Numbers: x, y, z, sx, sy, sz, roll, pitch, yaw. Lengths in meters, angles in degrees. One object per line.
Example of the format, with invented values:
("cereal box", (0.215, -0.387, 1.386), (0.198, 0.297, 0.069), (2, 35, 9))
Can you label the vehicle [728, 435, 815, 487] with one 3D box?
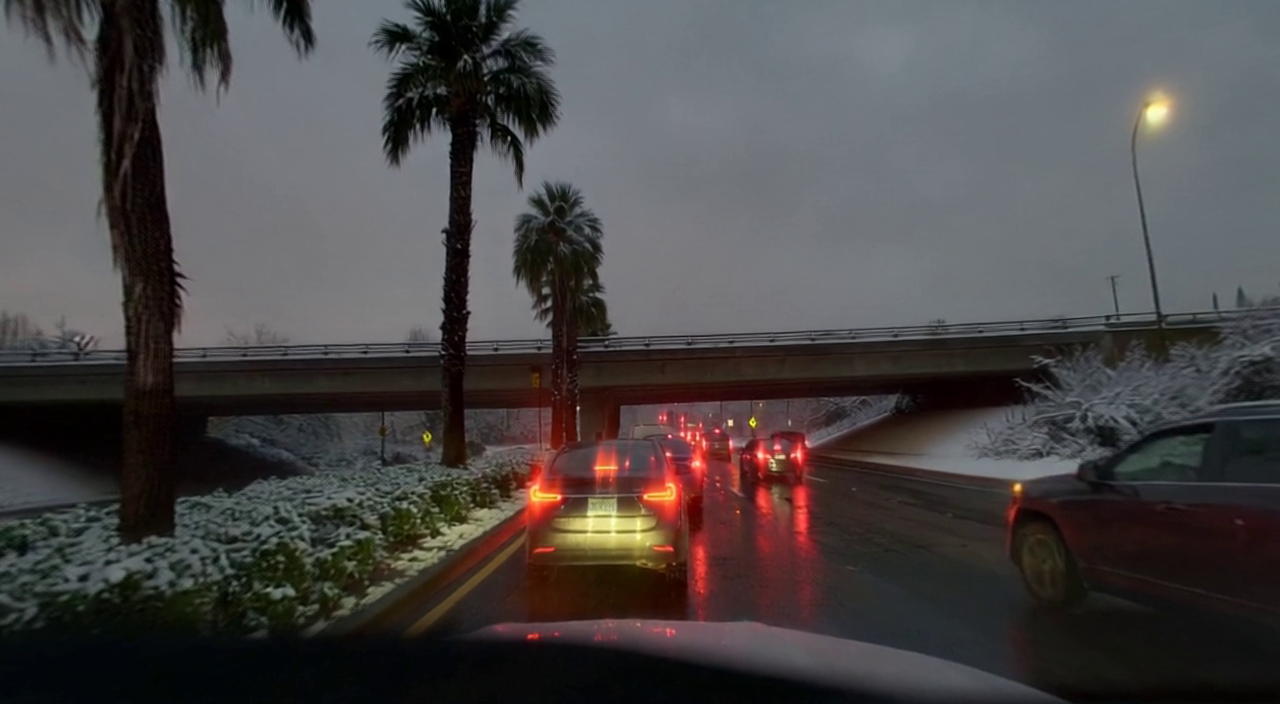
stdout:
("vehicle", (4.197, 3.562, 20.901), (2.034, 1.517, 4.840), (0, -8, 2))

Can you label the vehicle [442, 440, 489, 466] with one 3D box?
("vehicle", (-12.190, 7.087, 44.233), (2.084, 1.704, 4.485), (0, -8, -1))

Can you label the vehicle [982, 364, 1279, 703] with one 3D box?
("vehicle", (4.021, 0.890, 3.026), (2.149, 1.609, 4.807), (0, -8, 2))

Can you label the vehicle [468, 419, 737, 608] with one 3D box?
("vehicle", (-0.249, 1.604, 7.155), (2.172, 1.506, 4.018), (0, -8, 2))
